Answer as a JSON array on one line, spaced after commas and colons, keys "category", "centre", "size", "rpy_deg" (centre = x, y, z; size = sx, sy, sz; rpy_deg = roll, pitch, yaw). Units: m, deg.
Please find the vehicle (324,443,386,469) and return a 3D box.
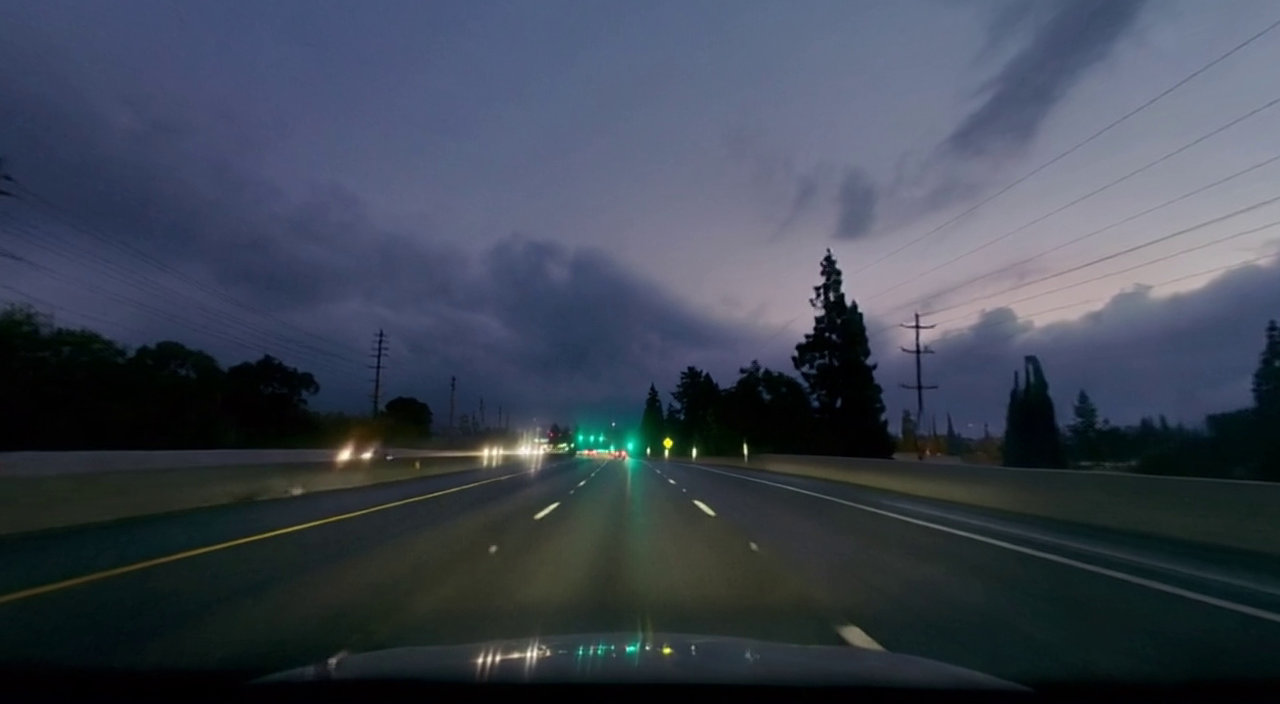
[{"category": "vehicle", "centre": [-19.139, 6.996, 42.646], "size": [2.120, 1.660, 4.524], "rpy_deg": [0, -9, -2]}]
